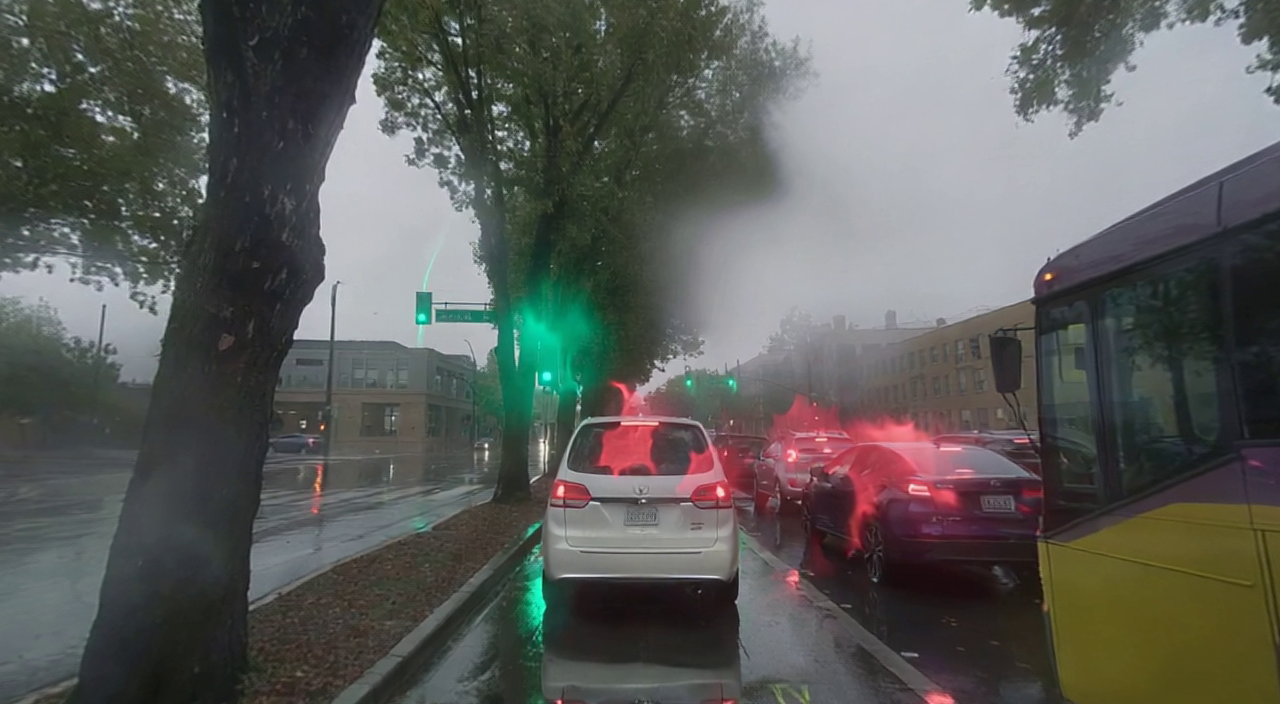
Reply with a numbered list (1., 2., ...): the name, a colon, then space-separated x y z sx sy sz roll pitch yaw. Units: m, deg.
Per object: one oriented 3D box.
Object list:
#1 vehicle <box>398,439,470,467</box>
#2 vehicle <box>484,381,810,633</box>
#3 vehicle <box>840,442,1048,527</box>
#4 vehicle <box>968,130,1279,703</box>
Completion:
1. vehicle: -13.810 6.763 42.235 1.924 1.720 4.097 -8 -12 44
2. vehicle: 0.024 1.476 6.996 2.381 1.842 4.603 0 -8 -1
3. vehicle: 5.998 2.638 13.207 1.987 1.457 4.675 0 -8 -1
4. vehicle: 2.619 0.318 0.412 2.037 2.065 5.037 0 -8 0
